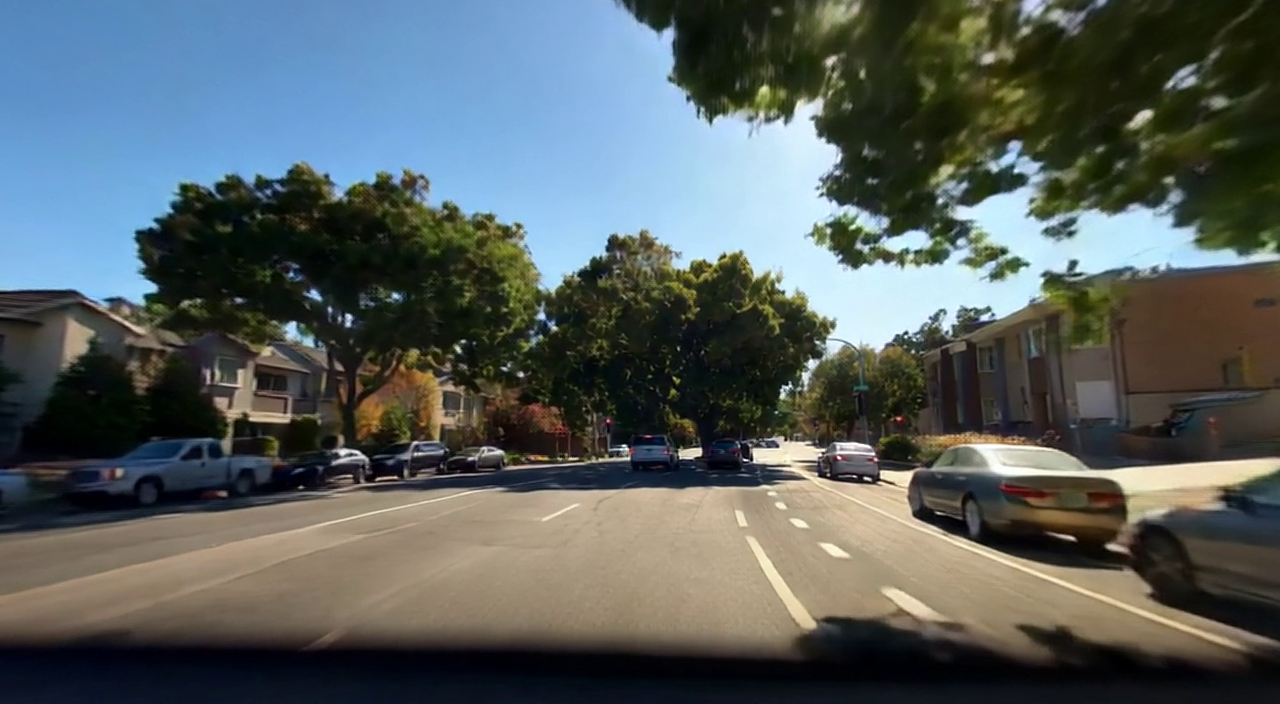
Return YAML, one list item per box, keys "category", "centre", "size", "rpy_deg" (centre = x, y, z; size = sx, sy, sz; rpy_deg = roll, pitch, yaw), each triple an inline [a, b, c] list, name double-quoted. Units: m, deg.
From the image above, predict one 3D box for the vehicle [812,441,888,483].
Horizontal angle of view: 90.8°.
- category: "vehicle"
  centre: [8.229, 4.323, 25.246]
  size: [2.104, 1.489, 4.962]
  rpy_deg: [-1, -9, 9]

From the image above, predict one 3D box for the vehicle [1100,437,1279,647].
- category: "vehicle"
  centre: [5.310, 1.221, 3.766]
  size: [1.807, 1.436, 4.535]
  rpy_deg: [0, -9, 2]

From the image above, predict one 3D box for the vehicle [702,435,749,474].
- category: "vehicle"
  centre: [4.121, 4.821, 29.893]
  size: [1.852, 1.680, 4.488]
  rpy_deg: [-2, -9, 12]

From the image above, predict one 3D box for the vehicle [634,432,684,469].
- category: "vehicle"
  centre: [1.092, 5.322, 34.195]
  size: [1.877, 1.827, 4.298]
  rpy_deg: [-2, -9, 13]

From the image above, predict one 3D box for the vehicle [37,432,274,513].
- category: "vehicle"
  centre: [-12.097, 3.018, 16.393]
  size: [1.977, 1.761, 4.990]
  rpy_deg: [-1, -9, 4]

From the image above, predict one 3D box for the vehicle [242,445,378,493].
- category: "vehicle"
  centre: [-11.325, 4.017, 22.119]
  size: [1.809, 1.469, 4.485]
  rpy_deg: [-2, -9, 9]

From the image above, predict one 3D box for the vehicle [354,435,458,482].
- category: "vehicle"
  centre: [-10.140, 4.671, 27.916]
  size: [2.115, 1.853, 4.745]
  rpy_deg: [-2, -9, 10]

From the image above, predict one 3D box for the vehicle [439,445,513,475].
- category: "vehicle"
  centre: [-8.646, 5.730, 33.825]
  size: [1.782, 1.472, 4.744]
  rpy_deg: [-2, -9, 13]

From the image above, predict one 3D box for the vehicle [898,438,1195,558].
- category: "vehicle"
  centre: [5.952, 2.144, 10.127]
  size: [1.957, 1.461, 4.547]
  rpy_deg: [-1, -9, 4]
